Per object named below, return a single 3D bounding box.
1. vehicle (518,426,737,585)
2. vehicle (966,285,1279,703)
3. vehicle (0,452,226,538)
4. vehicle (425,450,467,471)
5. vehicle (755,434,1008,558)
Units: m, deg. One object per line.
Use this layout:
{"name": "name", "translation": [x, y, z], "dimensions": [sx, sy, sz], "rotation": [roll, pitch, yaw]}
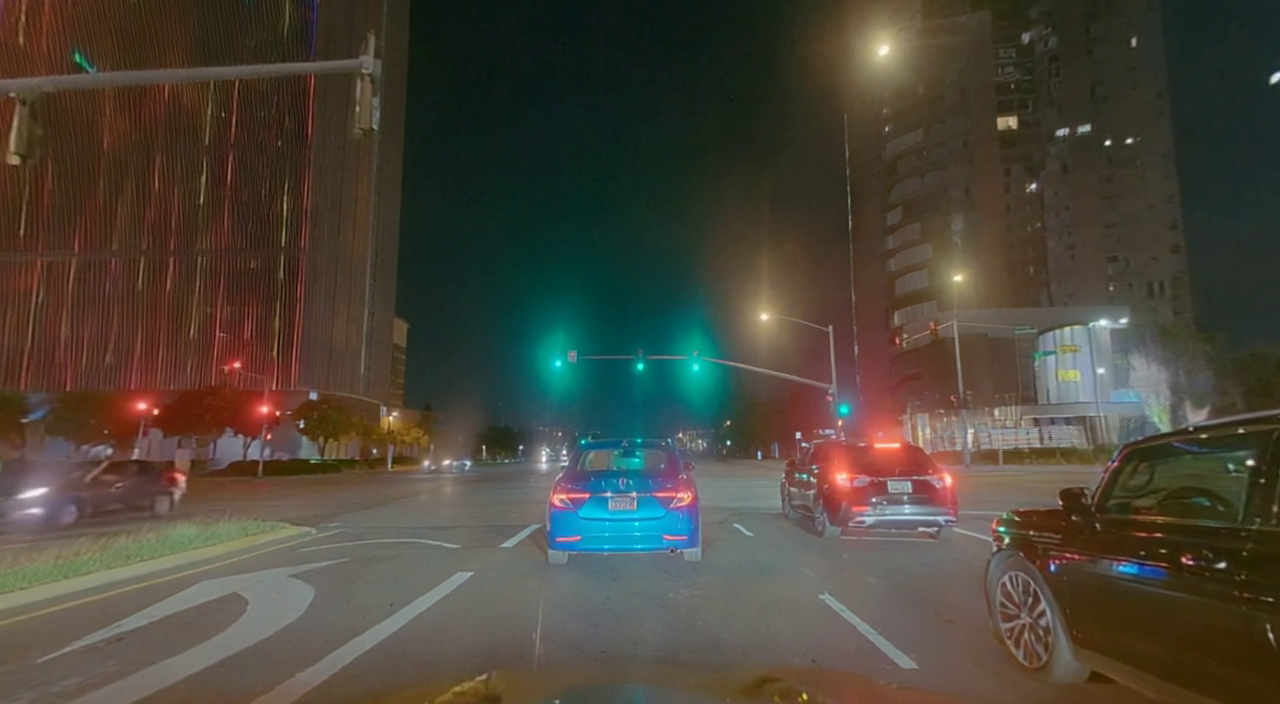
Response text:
{"name": "vehicle", "translation": [-0.135, 1.765, 8.073], "dimensions": [2.095, 1.502, 3.873], "rotation": [0, -8, 0]}
{"name": "vehicle", "translation": [3.015, 0.635, 1.586], "dimensions": [2.047, 1.785, 4.357], "rotation": [0, -8, 0]}
{"name": "vehicle", "translation": [-11.615, 2.992, 13.935], "dimensions": [1.887, 1.516, 4.524], "rotation": [0, -8, 0]}
{"name": "vehicle", "translation": [-14.683, 8.207, 48.001], "dimensions": [1.817, 1.442, 4.371], "rotation": [0, -8, 0]}
{"name": "vehicle", "translation": [3.226, 2.007, 9.625], "dimensions": [2.009, 1.414, 4.416], "rotation": [0, -8, -2]}
